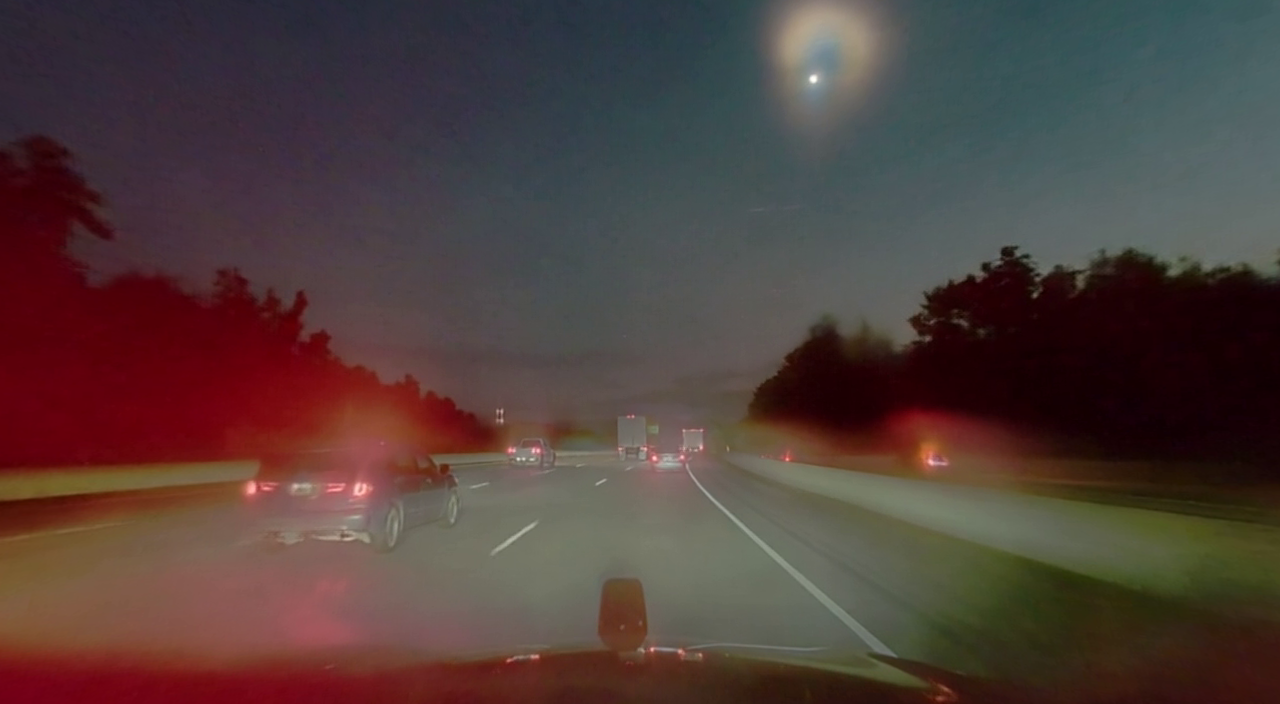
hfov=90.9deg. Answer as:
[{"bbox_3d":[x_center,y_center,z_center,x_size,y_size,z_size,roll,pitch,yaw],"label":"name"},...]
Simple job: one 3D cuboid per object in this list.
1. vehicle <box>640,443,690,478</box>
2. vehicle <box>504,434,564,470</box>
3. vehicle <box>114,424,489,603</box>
[{"bbox_3d":[1.071,4.564,26.716,1.984,1.365,3.767,0,-8,3],"label":"vehicle"},{"bbox_3d":[-5.797,5.516,35.051,2.142,1.833,4.854,-1,-9,4],"label":"vehicle"},{"bbox_3d":[-3.427,1.711,7.703,1.916,1.486,4.631,0,-9,1],"label":"vehicle"}]
